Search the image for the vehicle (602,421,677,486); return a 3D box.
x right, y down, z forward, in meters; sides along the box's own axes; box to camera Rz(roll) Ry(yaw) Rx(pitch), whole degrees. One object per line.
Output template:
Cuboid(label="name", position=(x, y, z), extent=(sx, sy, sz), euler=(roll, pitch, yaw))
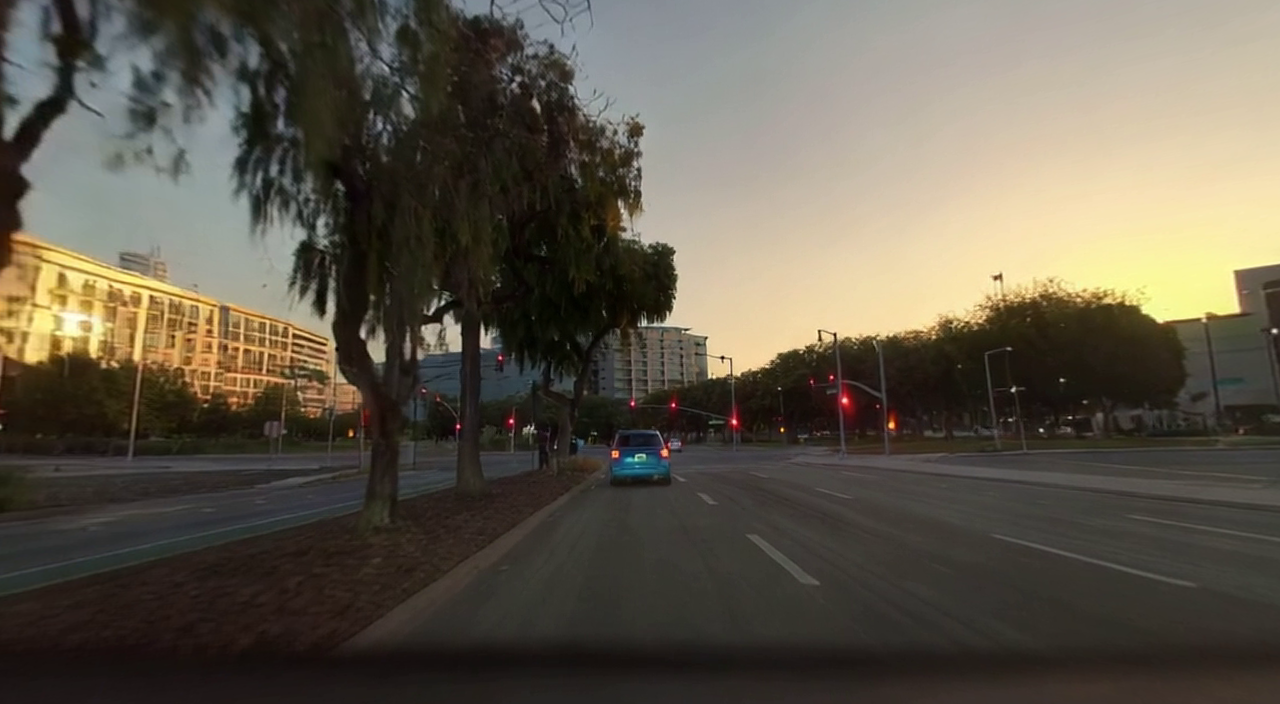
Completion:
Cuboid(label="vehicle", position=(-0.037, 3.439, 21.548), extent=(2.267, 1.926, 4.708), euler=(0, -9, -1))

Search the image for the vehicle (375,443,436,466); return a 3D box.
Cuboid(label="vehicle", position=(-17.853, 7.766, 48.083), extent=(4.582, 1.627, 2.209), euler=(-7, -11, 37))
